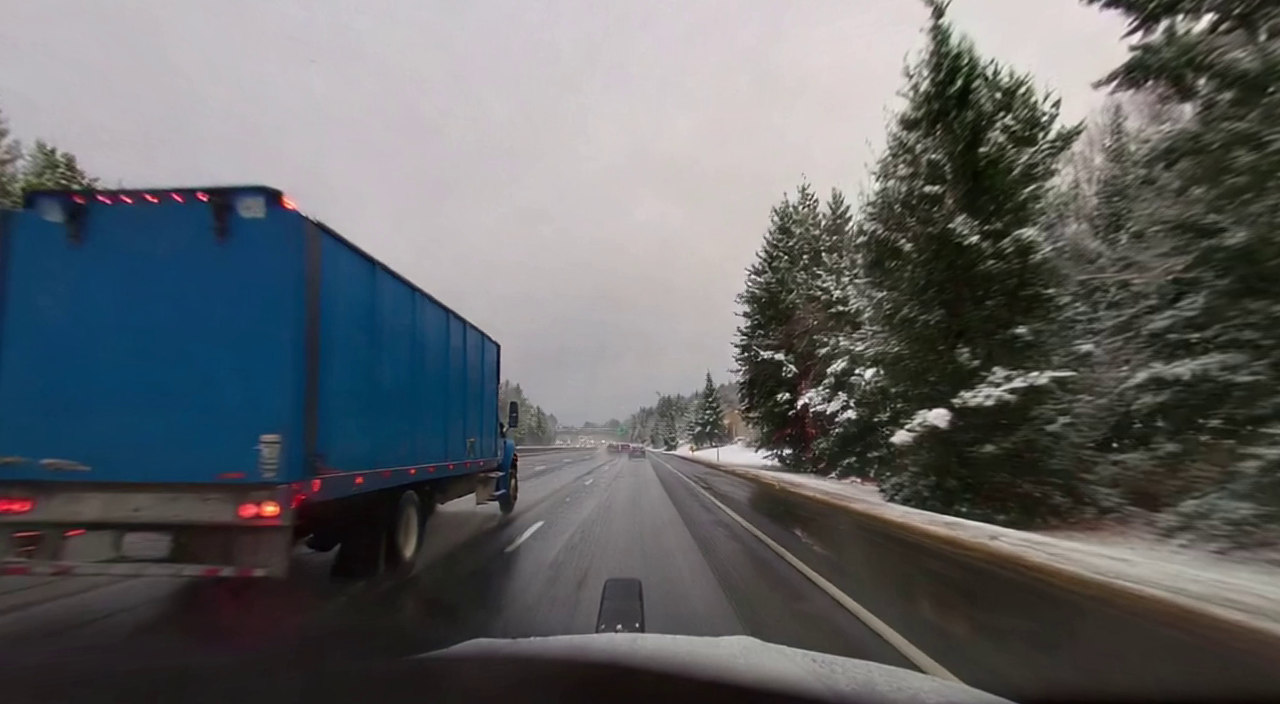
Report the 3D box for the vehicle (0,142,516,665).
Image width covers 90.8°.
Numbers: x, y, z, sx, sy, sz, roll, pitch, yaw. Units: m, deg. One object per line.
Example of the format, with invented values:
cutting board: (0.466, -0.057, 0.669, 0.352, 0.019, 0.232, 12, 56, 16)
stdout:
vehicle: (-3.829, 0.825, 8.060, 2.874, 3.309, 8.208, 0, -8, -1)
